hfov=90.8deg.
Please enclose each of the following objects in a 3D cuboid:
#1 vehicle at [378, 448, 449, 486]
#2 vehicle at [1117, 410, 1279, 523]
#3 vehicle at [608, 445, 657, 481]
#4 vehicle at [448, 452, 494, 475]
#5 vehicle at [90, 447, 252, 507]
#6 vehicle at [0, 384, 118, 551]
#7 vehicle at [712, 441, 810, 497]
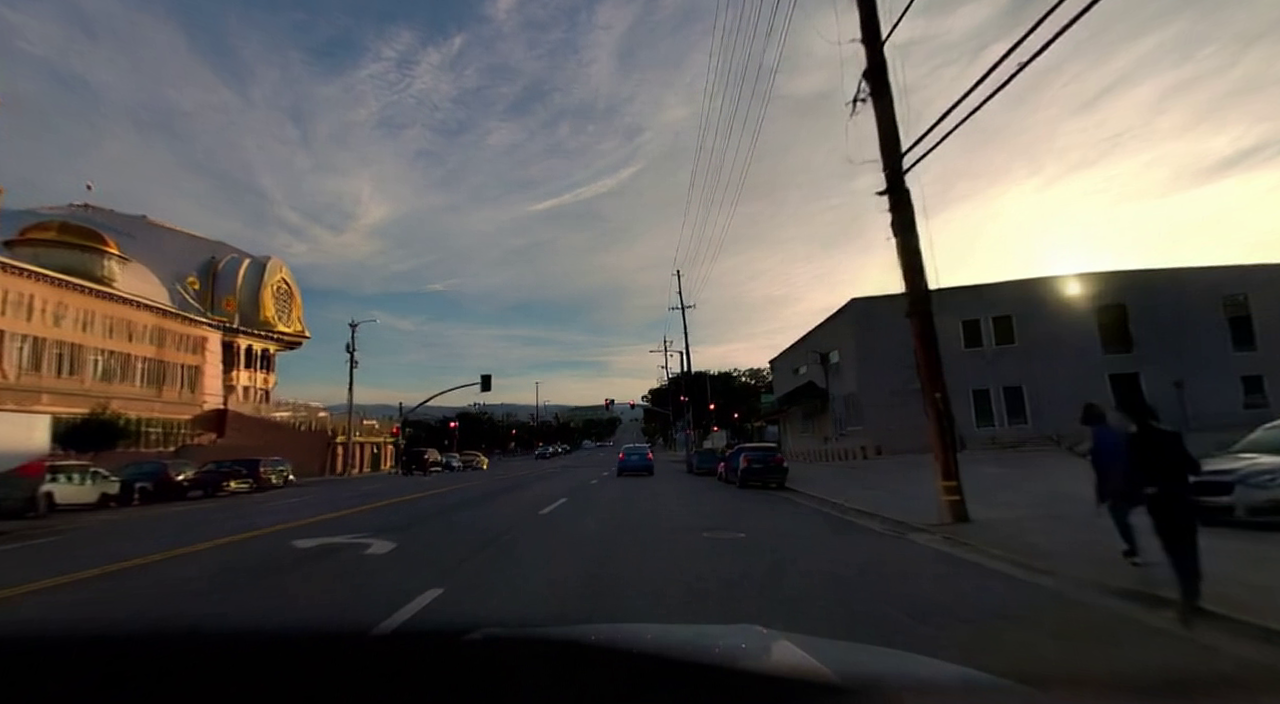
[{"bbox_3d":[-12.442,6.302,35.102,2.071,1.814,5.185,-3,-8,0],"label":"vehicle"},{"bbox_3d":[10.433,1.633,9.807,4.340,1.507,1.936,-4,-8,1],"label":"vehicle"},{"bbox_3d":[-0.338,4.902,28.263,2.049,1.453,4.299,0,-8,-1],"label":"vehicle"},{"bbox_3d":[-12.301,8.164,46.329,1.980,1.502,4.655,0,-8,1],"label":"vehicle"},{"bbox_3d":[-18.668,4.957,25.315,4.888,1.920,2.055,-4,-9,0],"label":"vehicle"},{"bbox_3d":[-12.042,1.880,9.592,2.961,2.739,6.276,-4,-8,-1],"label":"vehicle"},{"bbox_3d":[3.628,3.604,19.877,1.944,1.530,4.539,0,-8,-3],"label":"vehicle"}]
